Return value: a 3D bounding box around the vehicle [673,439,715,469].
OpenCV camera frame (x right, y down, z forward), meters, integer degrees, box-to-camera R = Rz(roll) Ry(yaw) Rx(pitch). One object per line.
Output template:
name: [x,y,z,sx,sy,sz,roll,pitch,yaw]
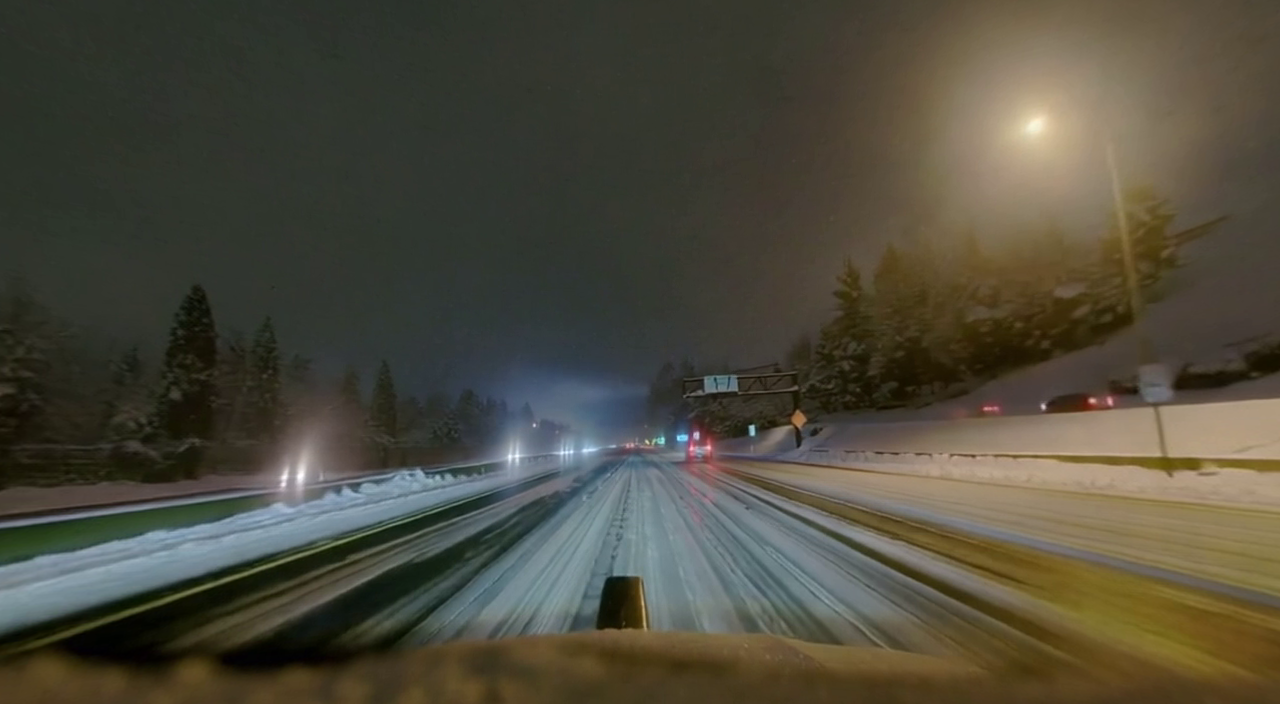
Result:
vehicle: [3.295,6.369,39.439,2.099,1.748,4.331,0,-9,-1]
